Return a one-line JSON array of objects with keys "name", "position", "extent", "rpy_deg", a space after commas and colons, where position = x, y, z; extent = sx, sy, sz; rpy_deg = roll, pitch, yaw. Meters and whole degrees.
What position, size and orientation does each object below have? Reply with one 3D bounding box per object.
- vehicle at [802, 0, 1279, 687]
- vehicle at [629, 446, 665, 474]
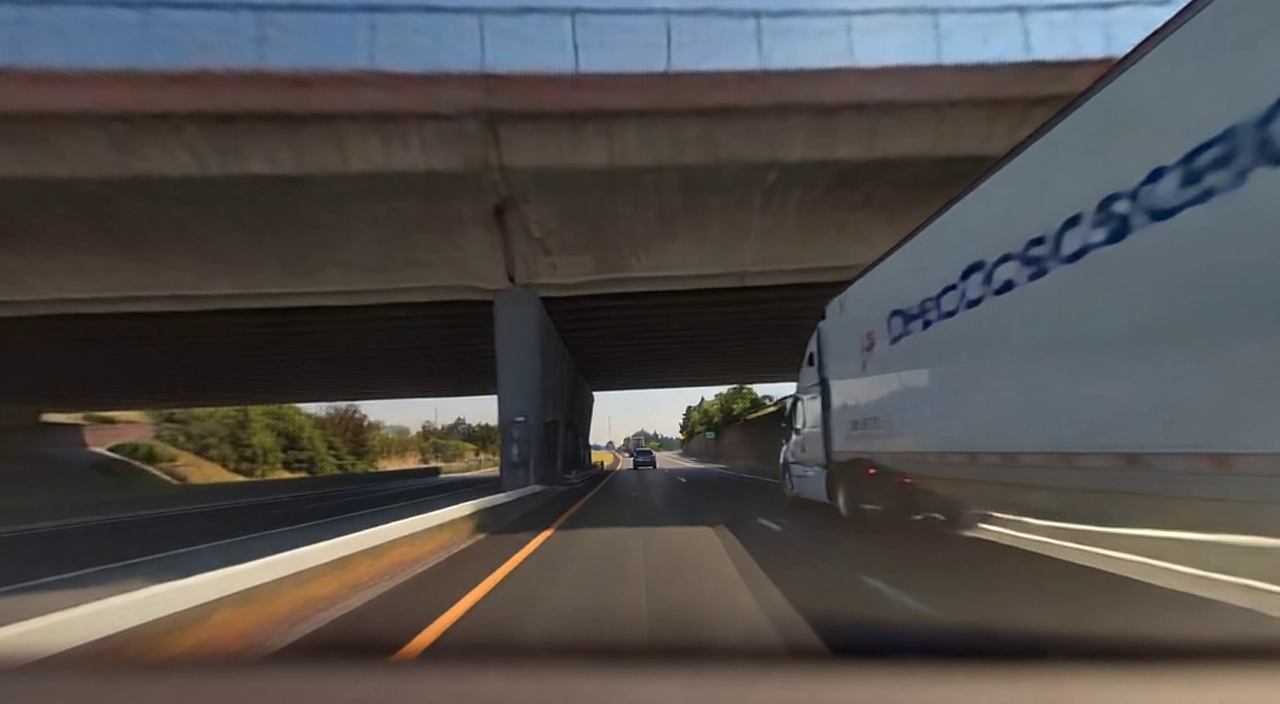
[{"name": "vehicle", "position": [4.870, -0.087, 4.954], "extent": [3.167, 4.180, 14.924], "rpy_deg": [2, -9, 0]}, {"name": "vehicle", "position": [0.419, 6.958, 40.501], "extent": [2.160, 1.691, 4.243], "rpy_deg": [0, -9, -1]}]
